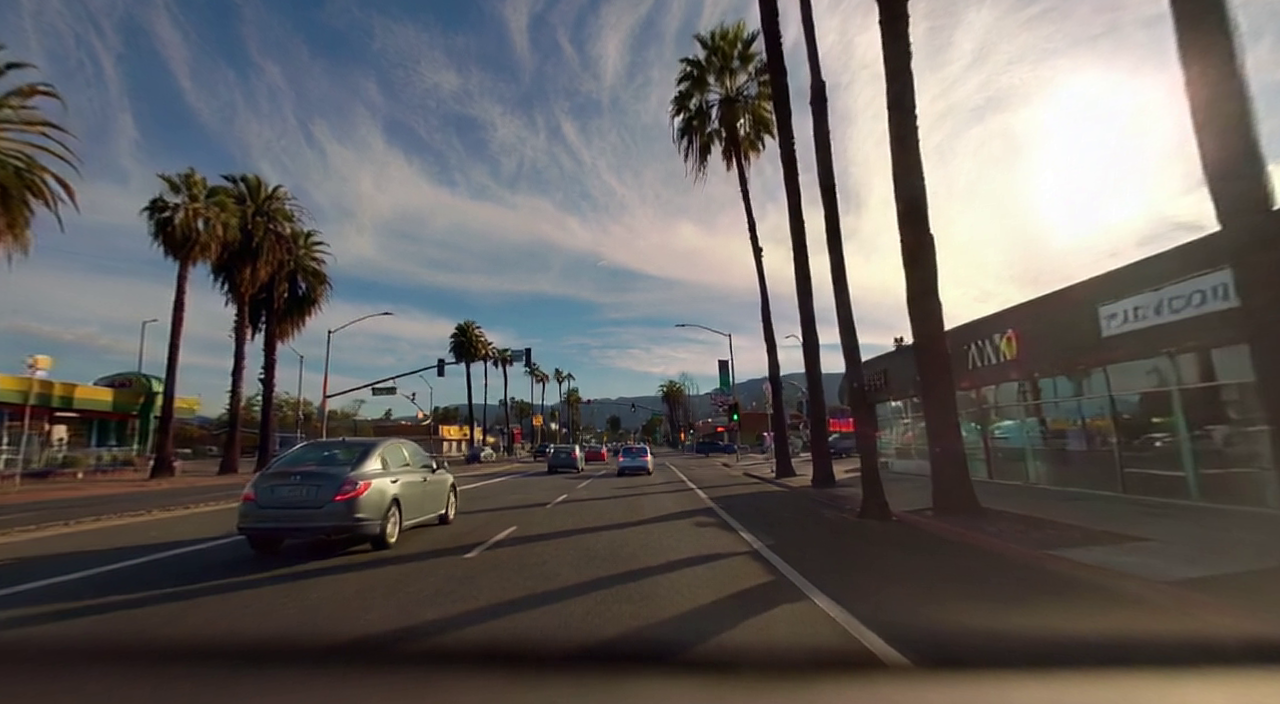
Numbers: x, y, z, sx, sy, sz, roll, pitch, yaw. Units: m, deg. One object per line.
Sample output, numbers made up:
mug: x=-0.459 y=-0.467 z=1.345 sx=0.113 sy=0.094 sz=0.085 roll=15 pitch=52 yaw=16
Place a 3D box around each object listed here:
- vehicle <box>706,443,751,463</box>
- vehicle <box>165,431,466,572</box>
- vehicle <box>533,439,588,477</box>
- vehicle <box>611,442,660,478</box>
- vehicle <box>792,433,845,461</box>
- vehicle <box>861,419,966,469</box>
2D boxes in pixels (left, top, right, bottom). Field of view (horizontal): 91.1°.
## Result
vehicle: x=6.813 y=7.710 z=48.090 sx=2.059 sy=1.486 sz=3.980 roll=-5 pitch=-9 yaw=30
vehicle: x=-4.150 y=1.948 z=9.079 sx=1.904 sy=1.513 sz=4.410 roll=0 pitch=-8 yaw=1
vehicle: x=-3.683 y=4.986 z=29.725 sx=1.979 sy=1.634 sz=3.957 roll=-1 pitch=-8 yaw=2
vehicle: x=-0.142 y=4.888 z=28.615 sx=2.094 sy=1.496 sz=4.070 roll=0 pitch=-8 yaw=1
vehicle: x=11.264 y=6.028 z=39.910 sx=1.982 sy=1.623 sz=4.211 roll=0 pitch=-8 yaw=-2
vehicle: x=11.213 y=3.825 z=26.282 sx=2.111 sy=1.875 sz=5.301 roll=0 pitch=-8 yaw=1
